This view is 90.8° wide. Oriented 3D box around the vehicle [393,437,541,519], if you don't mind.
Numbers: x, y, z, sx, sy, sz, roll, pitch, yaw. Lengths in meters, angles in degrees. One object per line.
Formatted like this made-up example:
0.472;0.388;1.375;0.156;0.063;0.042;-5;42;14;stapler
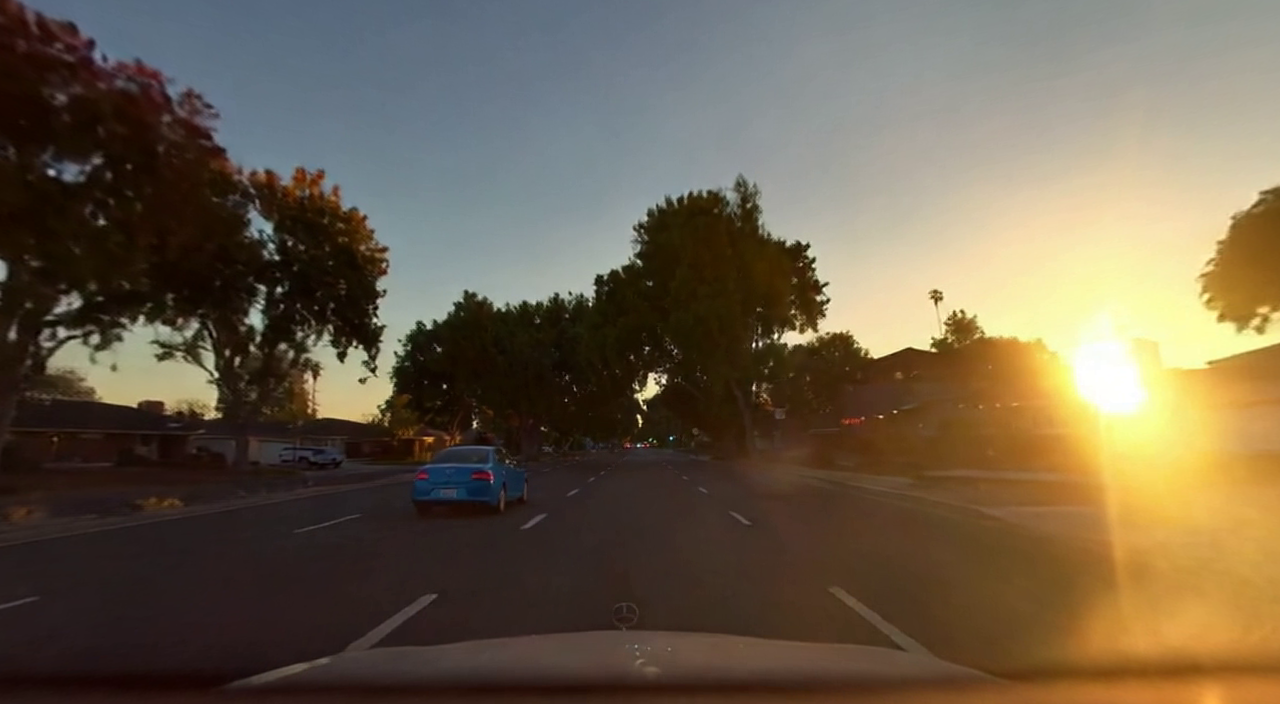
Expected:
-3.484;2.600;13.646;2.005;1.477;4.169;0;-8;0;vehicle
